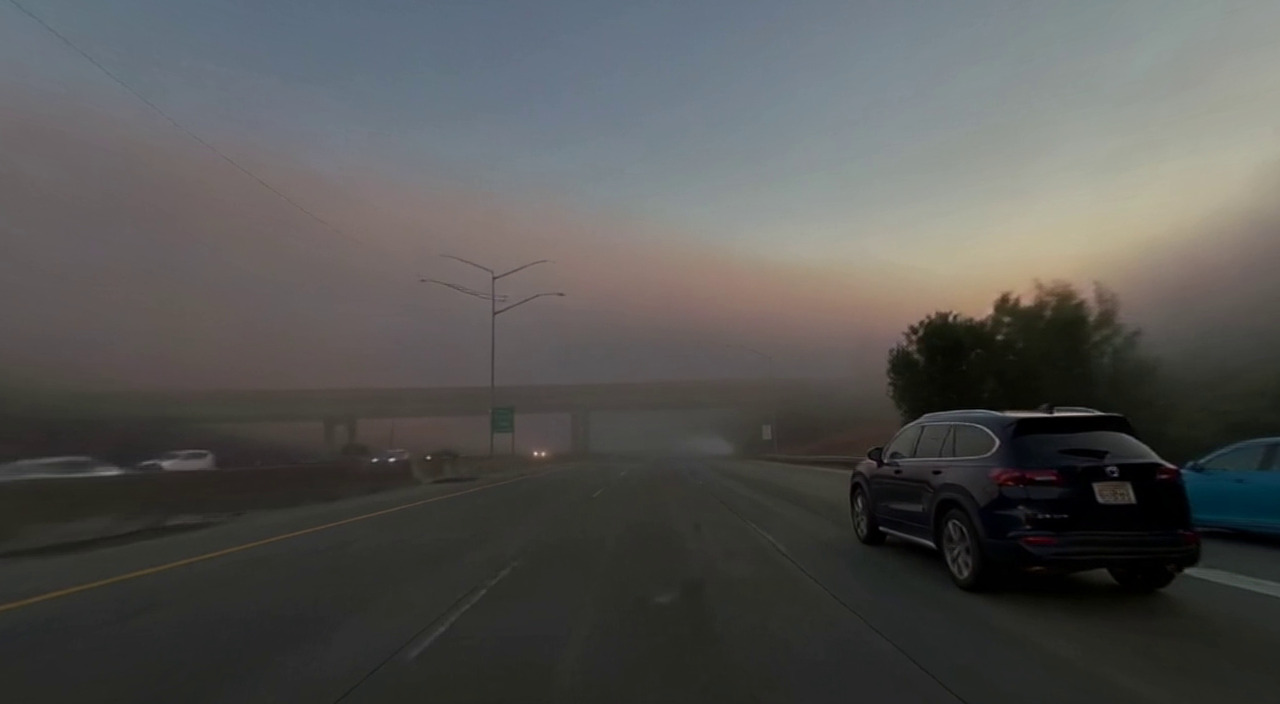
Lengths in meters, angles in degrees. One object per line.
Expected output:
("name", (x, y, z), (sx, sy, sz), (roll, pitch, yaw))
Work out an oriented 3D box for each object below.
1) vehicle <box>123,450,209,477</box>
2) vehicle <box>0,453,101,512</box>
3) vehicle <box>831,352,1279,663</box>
("vehicle", (-32.019, 7.503, 42.719), (1.955, 1.662, 4.424), (-2, -9, 9))
("vehicle", (-17.534, 3.521, 17.145), (1.806, 1.484, 4.367), (0, -9, 1))
("vehicle", (3.491, 1.195, 5.864), (2.019, 1.732, 4.579), (0, -9, 1))
